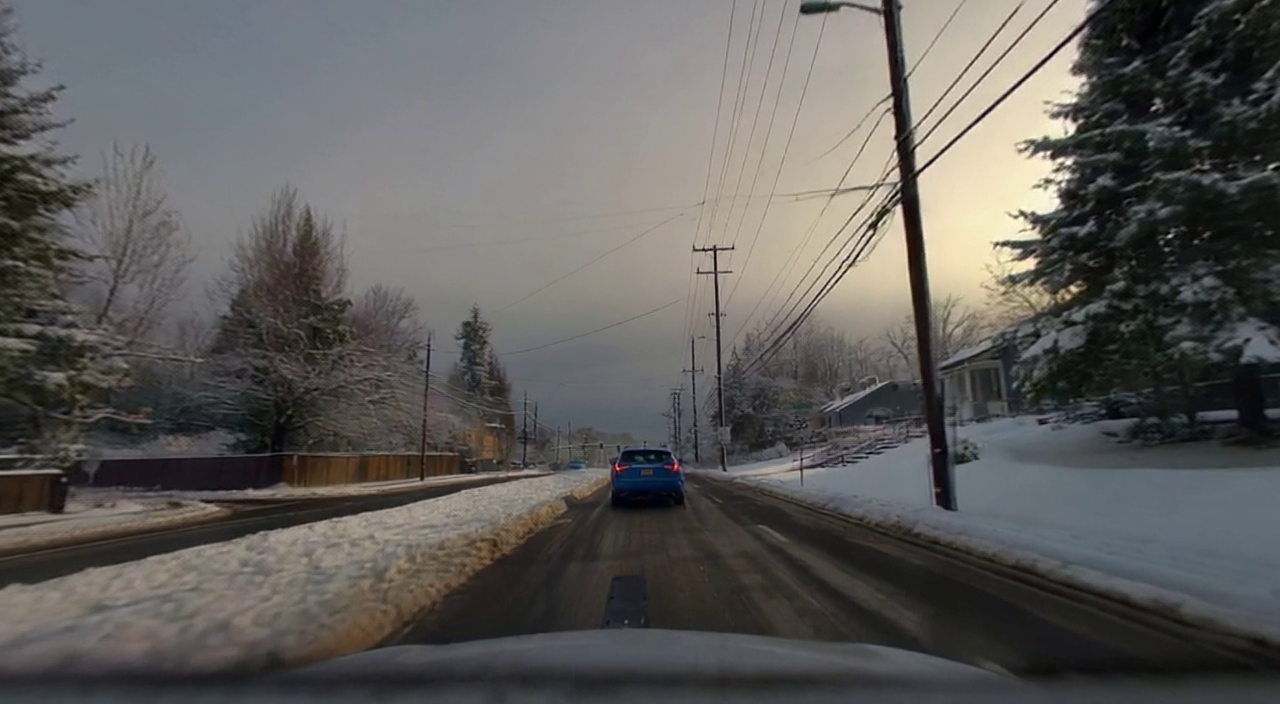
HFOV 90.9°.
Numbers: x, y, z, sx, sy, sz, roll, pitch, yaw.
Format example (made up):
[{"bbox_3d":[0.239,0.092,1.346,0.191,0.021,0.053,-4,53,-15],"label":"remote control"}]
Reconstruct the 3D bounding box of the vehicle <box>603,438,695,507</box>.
[{"bbox_3d":[0.228,3.231,17.333,2.200,1.653,4.127,0,-9,0],"label":"vehicle"}]
